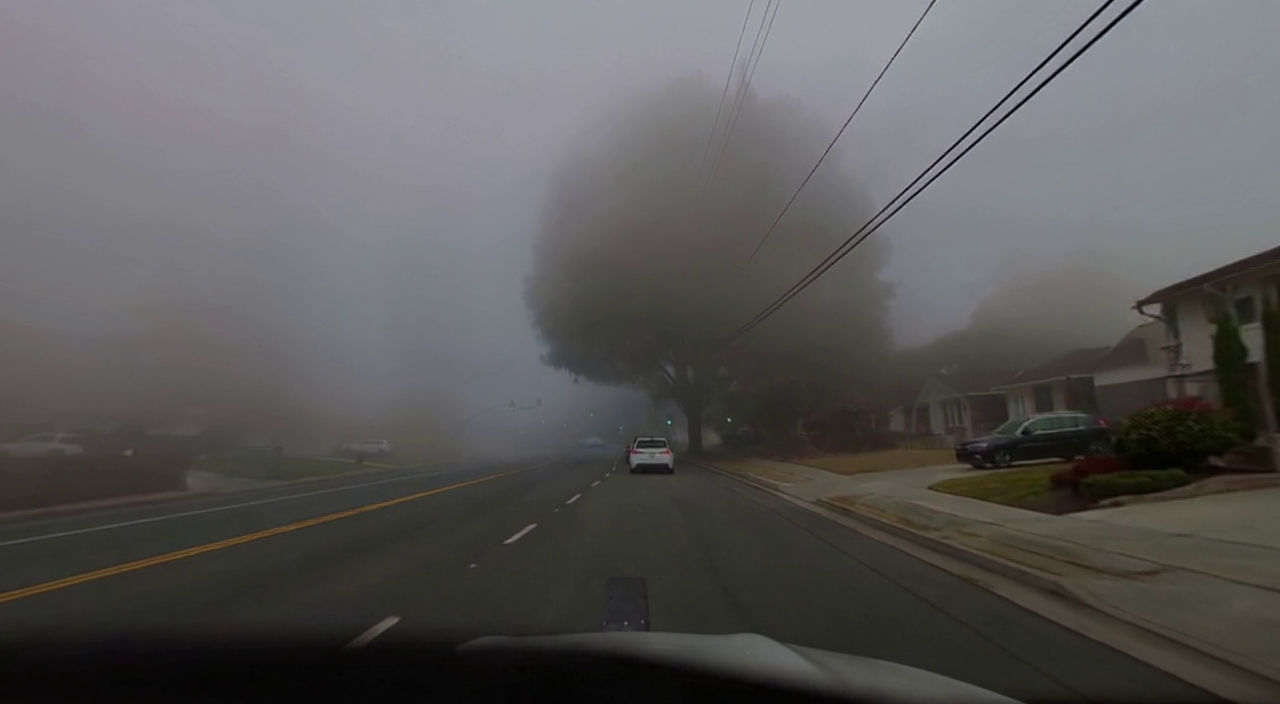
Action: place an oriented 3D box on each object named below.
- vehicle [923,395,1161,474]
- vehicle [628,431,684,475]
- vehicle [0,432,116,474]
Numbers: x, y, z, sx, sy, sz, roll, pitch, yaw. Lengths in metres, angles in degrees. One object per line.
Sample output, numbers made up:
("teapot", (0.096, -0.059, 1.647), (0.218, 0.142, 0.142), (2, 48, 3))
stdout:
("vehicle", (10.235, 2.145, 16.361), (4.746, 1.485, 1.916), (-6, -8, 0))
("vehicle", (0.617, 4.053, 25.342), (2.088, 1.607, 3.903), (0, -9, 1))
("vehicle", (-28.443, 4.876, 30.596), (5.100, 1.864, 2.490), (-4, -9, 25))
